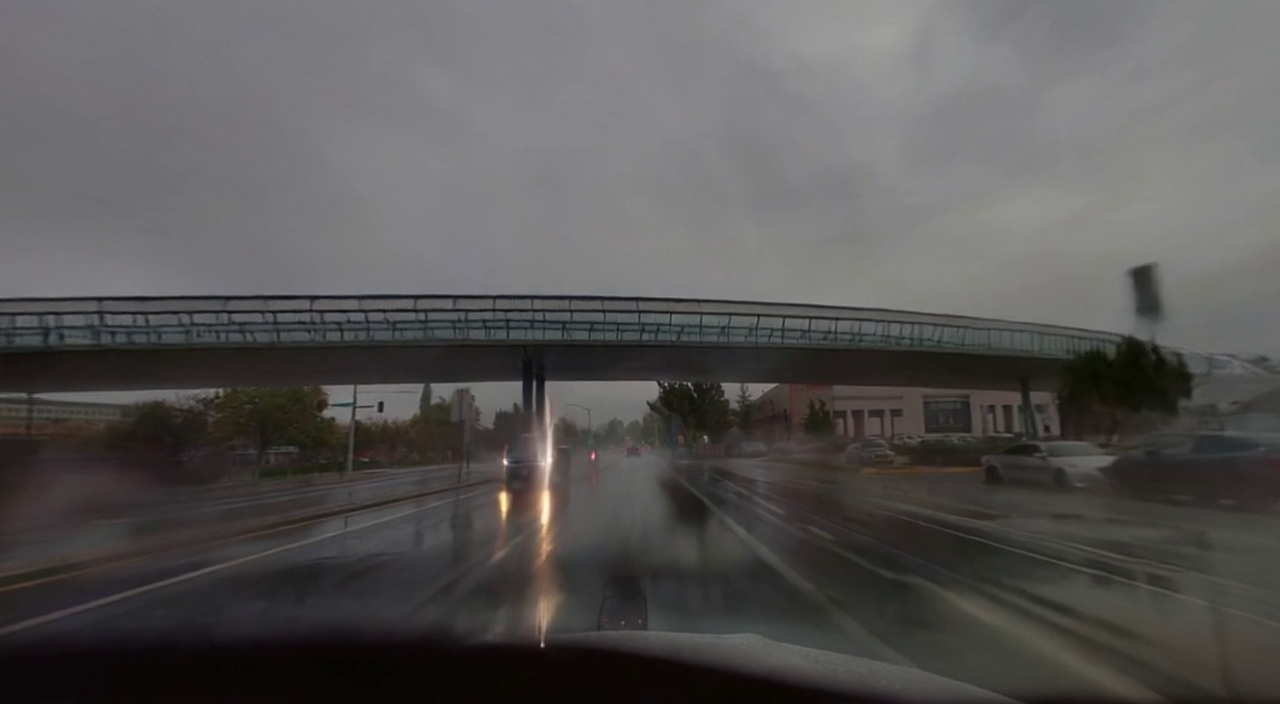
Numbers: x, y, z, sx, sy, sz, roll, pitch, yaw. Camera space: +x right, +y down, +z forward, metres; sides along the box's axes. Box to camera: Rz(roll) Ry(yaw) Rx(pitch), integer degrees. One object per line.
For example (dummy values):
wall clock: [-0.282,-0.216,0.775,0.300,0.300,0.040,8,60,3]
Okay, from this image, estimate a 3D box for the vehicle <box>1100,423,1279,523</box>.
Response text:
vehicle: [11.639,2.225,12.100,2.051,1.534,4.466,-6,-9,0]

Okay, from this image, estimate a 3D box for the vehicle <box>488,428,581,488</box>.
vehicle: [-3.865,4.045,24.314,2.468,1.993,5.840,-1,-9,1]

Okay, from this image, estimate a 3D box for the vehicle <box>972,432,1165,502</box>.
vehicle: [11.653,3.112,17.585,2.189,1.510,4.458,-5,-8,0]

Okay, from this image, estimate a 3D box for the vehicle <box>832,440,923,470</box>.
vehicle: [14.398,6.233,38.344,2.078,1.523,4.760,2,-7,-34]
